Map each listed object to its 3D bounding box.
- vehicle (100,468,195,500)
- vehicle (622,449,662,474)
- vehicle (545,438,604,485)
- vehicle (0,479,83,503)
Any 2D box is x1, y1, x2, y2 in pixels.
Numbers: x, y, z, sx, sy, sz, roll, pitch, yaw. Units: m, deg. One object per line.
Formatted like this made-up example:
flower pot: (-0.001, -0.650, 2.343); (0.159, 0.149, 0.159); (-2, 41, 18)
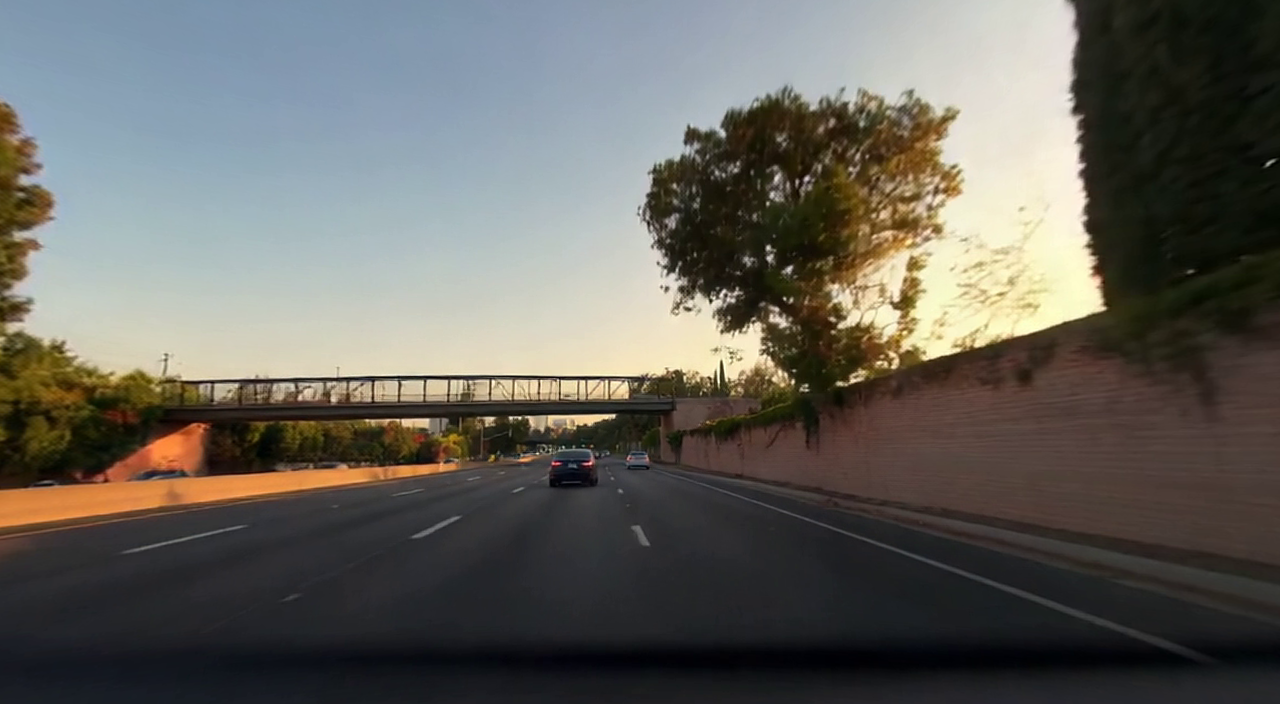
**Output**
vehicle: (-28.000, 7.477, 36.135); (1.965, 1.511, 4.498); (1, -9, -4)
vehicle: (0.058, 6.914, 40.141); (2.205, 1.509, 4.272); (1, -9, -4)
vehicle: (-2.614, 4.496, 26.239); (2.223, 1.771, 4.581); (1, -9, -4)
vehicle: (-41.751, 9.640, 44.028); (3.993, 1.486, 1.714); (1, -9, -7)
